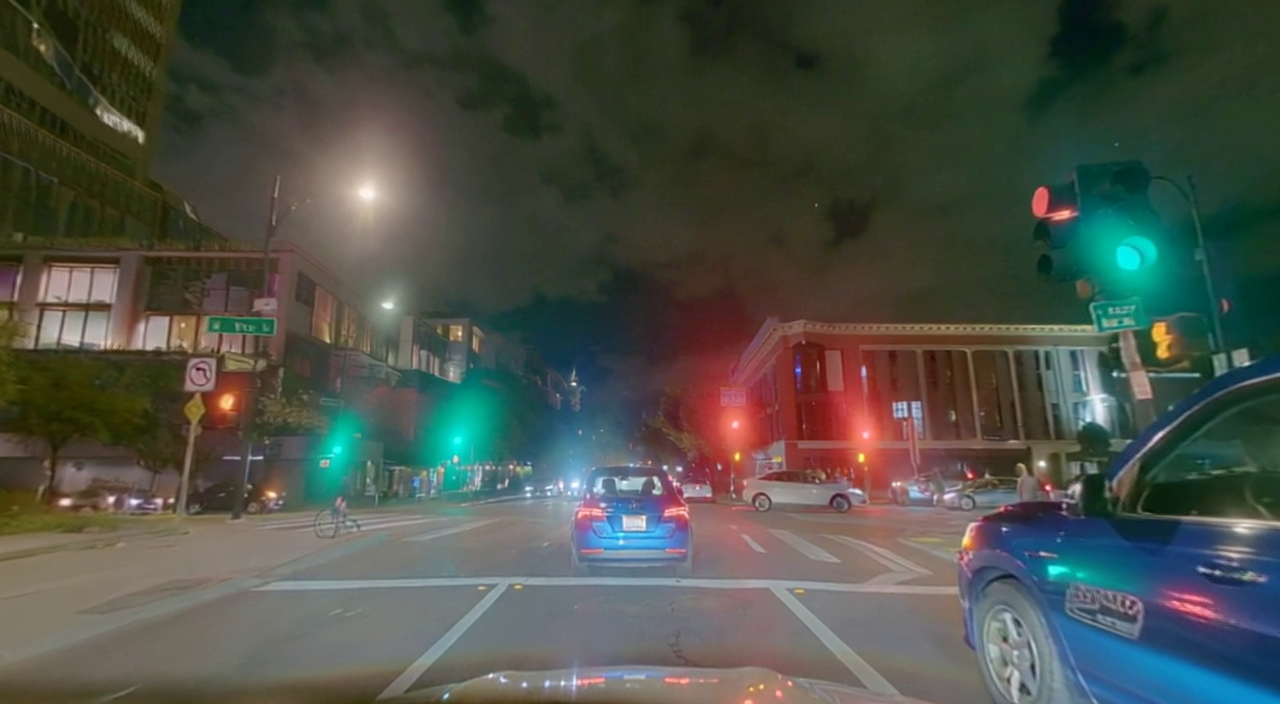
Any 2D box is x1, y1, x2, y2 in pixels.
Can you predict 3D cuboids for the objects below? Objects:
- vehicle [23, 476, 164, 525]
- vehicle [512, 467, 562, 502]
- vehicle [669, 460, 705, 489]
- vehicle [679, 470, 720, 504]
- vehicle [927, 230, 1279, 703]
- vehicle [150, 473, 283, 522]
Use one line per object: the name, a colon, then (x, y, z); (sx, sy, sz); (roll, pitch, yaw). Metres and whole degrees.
vehicle: (-25.448, 6.912, 29.478); (4.588, 2.048, 2.110); (-1, -9, 1)
vehicle: (-6.241, 8.079, 38.733); (2.226, 1.896, 4.438); (-1, -9, 1)
vehicle: (3.491, 9.268, 47.832); (2.365, 1.994, 4.259); (0, -9, 0)
vehicle: (3.568, 8.189, 38.493); (1.908, 1.741, 4.066); (0, -9, -3)
vehicle: (3.194, 0.503, 0.989); (2.632, 1.979, 6.096); (0, -9, 0)
vehicle: (-19.684, 6.772, 29.452); (4.750, 2.083, 2.002); (-1, -9, 3)
